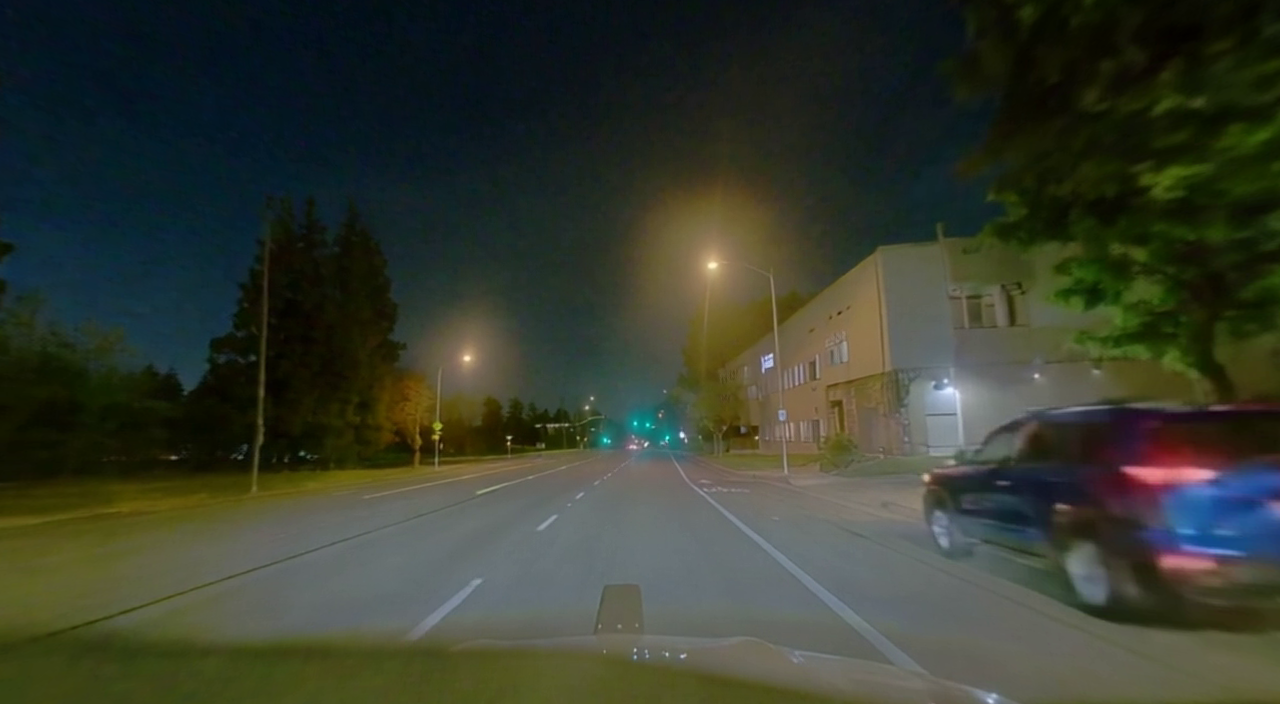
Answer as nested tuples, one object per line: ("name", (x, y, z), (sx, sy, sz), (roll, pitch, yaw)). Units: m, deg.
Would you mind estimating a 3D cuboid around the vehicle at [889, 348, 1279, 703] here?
("vehicle", (4.293, 1.222, 5.508), (2.228, 1.814, 4.576), (0, -9, -2))
